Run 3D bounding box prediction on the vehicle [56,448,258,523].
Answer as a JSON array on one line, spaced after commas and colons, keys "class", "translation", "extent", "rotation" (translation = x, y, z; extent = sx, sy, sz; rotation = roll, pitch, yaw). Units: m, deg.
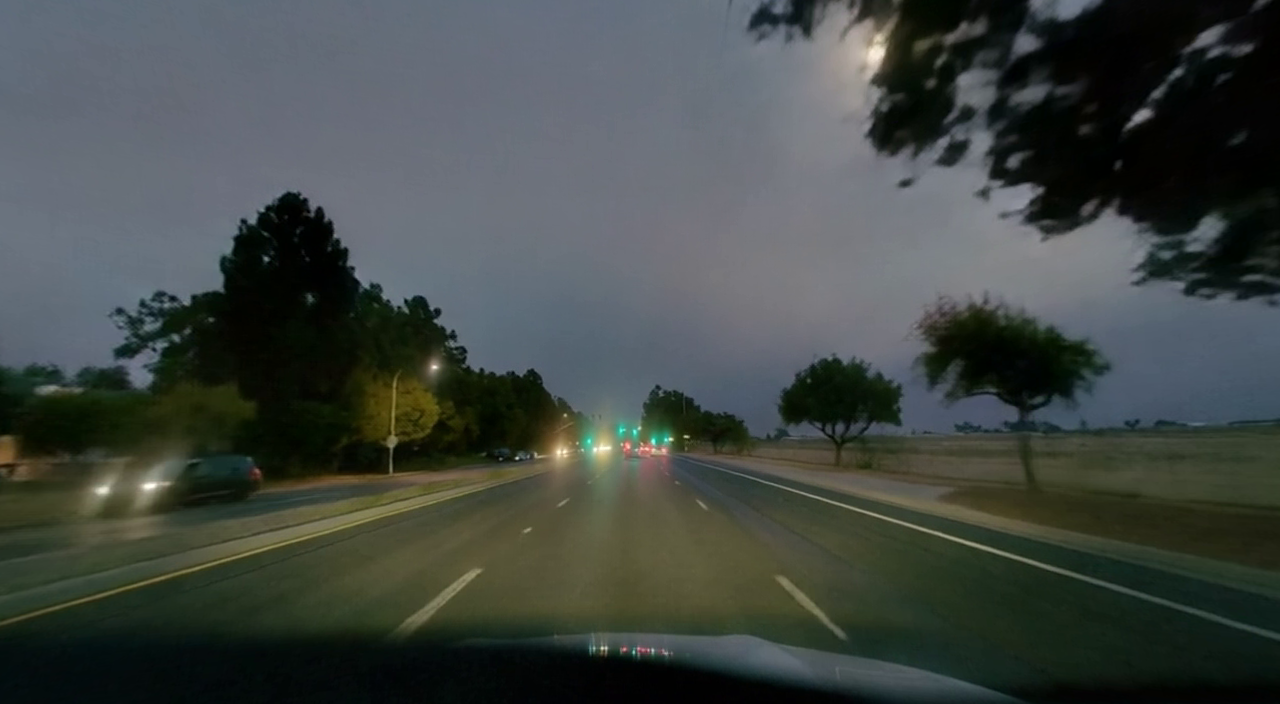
[{"class": "vehicle", "translation": [-14.589, 3.982, 19.665], "extent": [2.055, 1.742, 5.503], "rotation": [-4, -7, -1]}]
